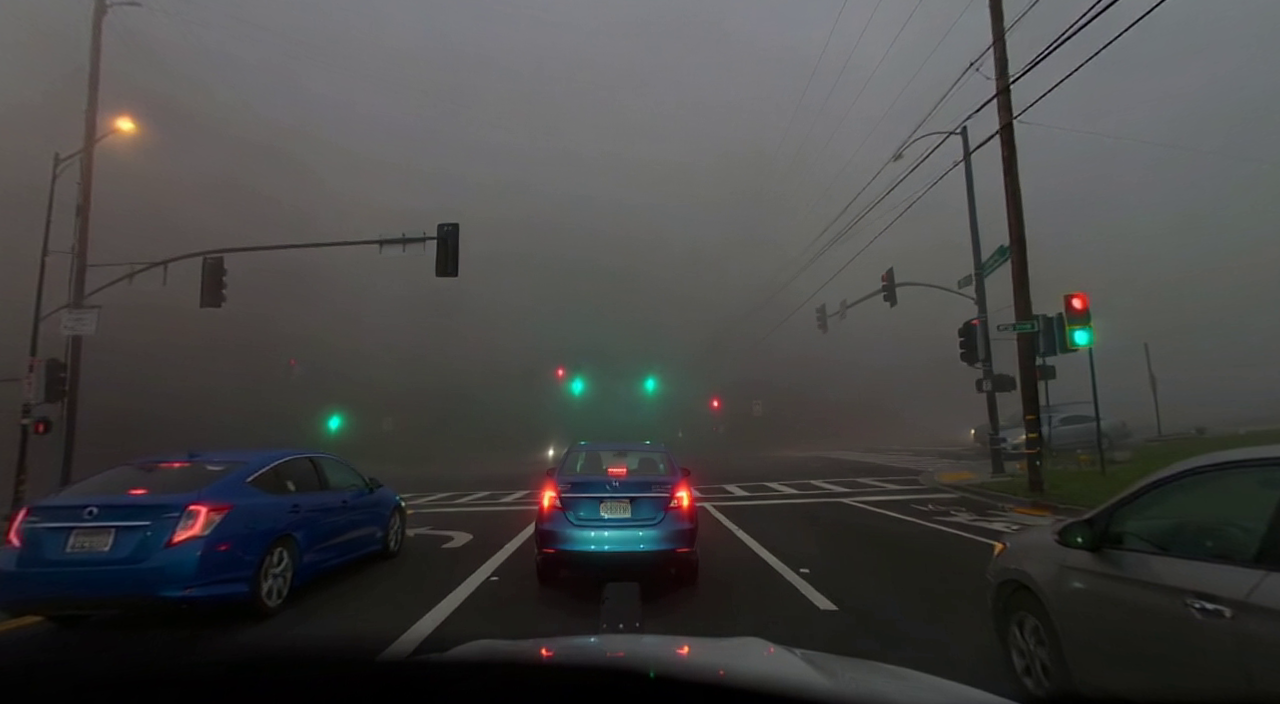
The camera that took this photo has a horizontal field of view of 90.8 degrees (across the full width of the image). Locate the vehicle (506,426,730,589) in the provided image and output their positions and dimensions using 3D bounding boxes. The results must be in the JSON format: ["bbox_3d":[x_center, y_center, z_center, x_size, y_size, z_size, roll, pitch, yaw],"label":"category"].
[{"bbox_3d":[-0.227,1.753,7.996,2.061,1.485,4.196,0,-8,-1],"label":"vehicle"}]

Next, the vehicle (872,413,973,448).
[{"bbox_3d":[15.116,4.243,33.997,4.431,1.555,1.886,-4,-9,2],"label":"vehicle"}]

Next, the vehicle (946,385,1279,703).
[{"bbox_3d":[2.922,0.888,2.162,1.860,1.494,3.707,0,-8,0],"label":"vehicle"}]

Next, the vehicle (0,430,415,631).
[{"bbox_3d":[-4.379,1.665,6.975,2.106,1.492,4.312,0,-8,1],"label":"vehicle"}]
